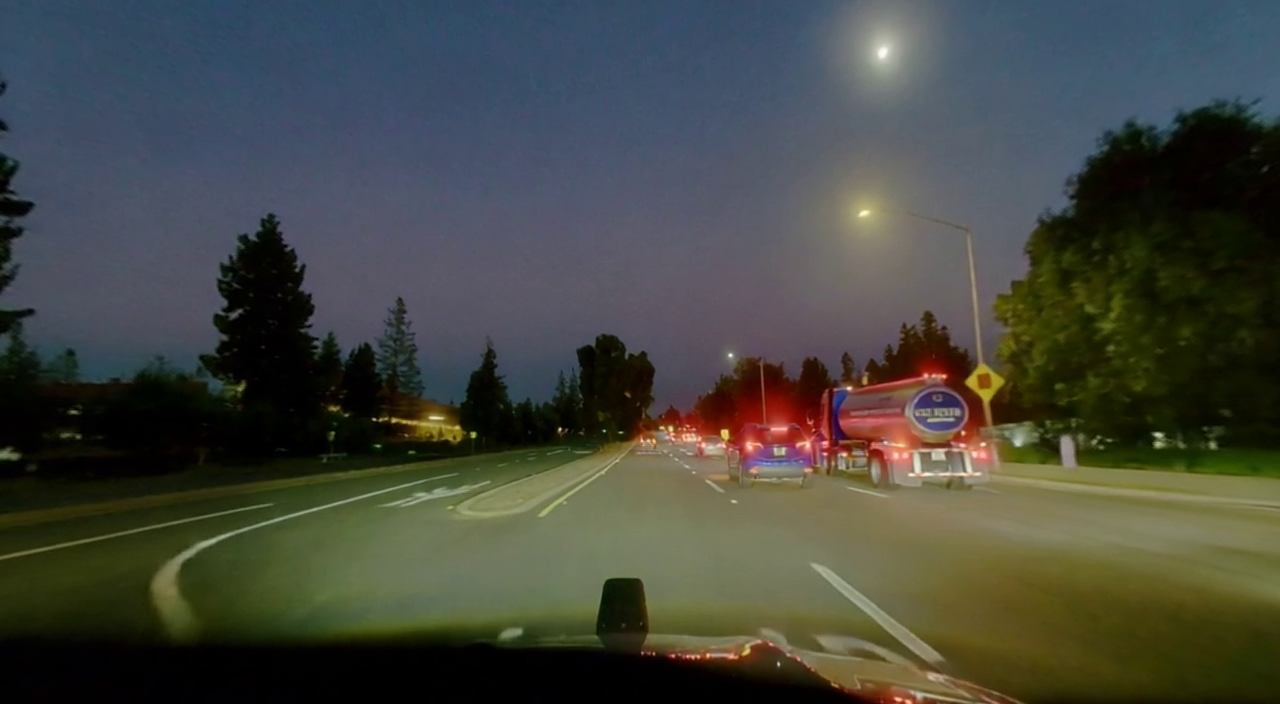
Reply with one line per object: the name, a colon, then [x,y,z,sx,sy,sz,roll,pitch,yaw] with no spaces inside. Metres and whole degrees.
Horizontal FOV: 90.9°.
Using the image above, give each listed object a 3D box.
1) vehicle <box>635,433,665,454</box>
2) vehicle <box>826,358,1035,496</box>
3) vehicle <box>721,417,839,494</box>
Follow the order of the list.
vehicle: [0.728,7.068,48.793,2.148,1.488,4.002,-1,-8,-1]
vehicle: [7.740,2.175,17.970,2.849,3.207,6.275,-1,-8,0]
vehicle: [3.507,2.683,16.752,2.045,1.729,4.532,-1,-8,0]
